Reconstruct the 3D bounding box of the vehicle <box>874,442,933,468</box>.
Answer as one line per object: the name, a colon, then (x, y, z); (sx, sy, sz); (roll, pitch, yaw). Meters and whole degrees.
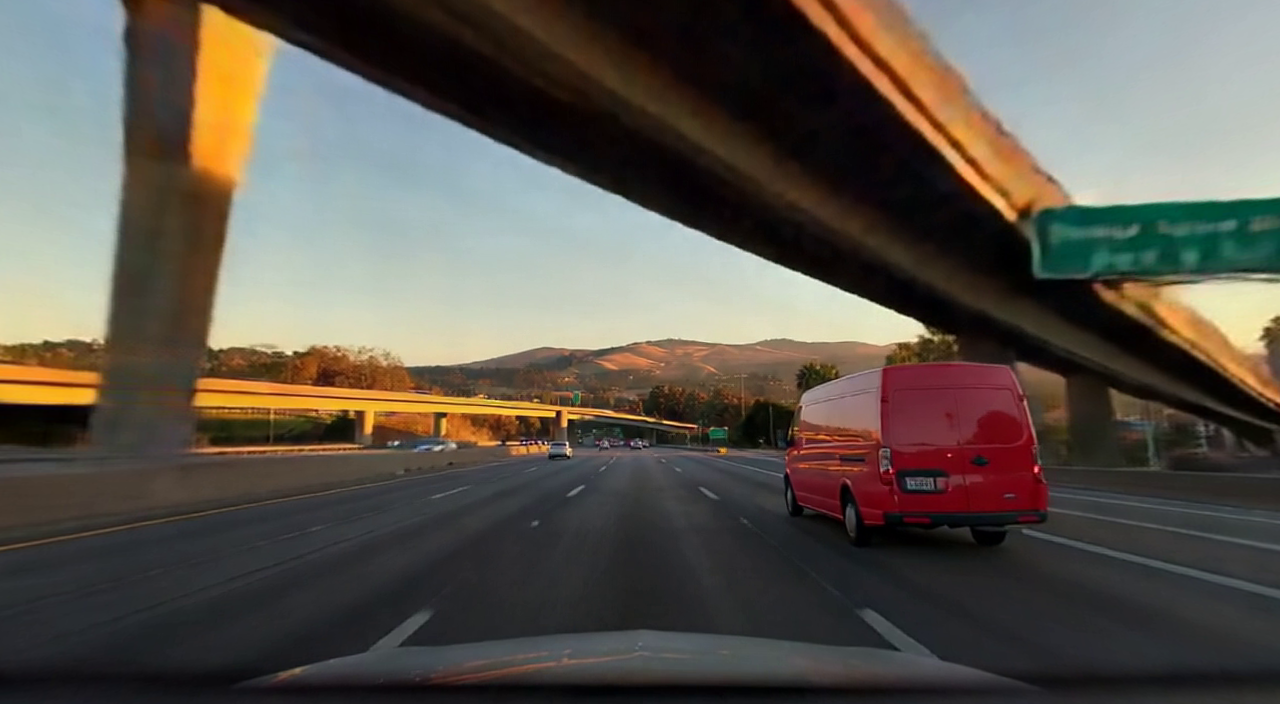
vehicle: (18.712, 7.326, 44.888); (2.294, 1.737, 4.708); (0, -8, 2)
